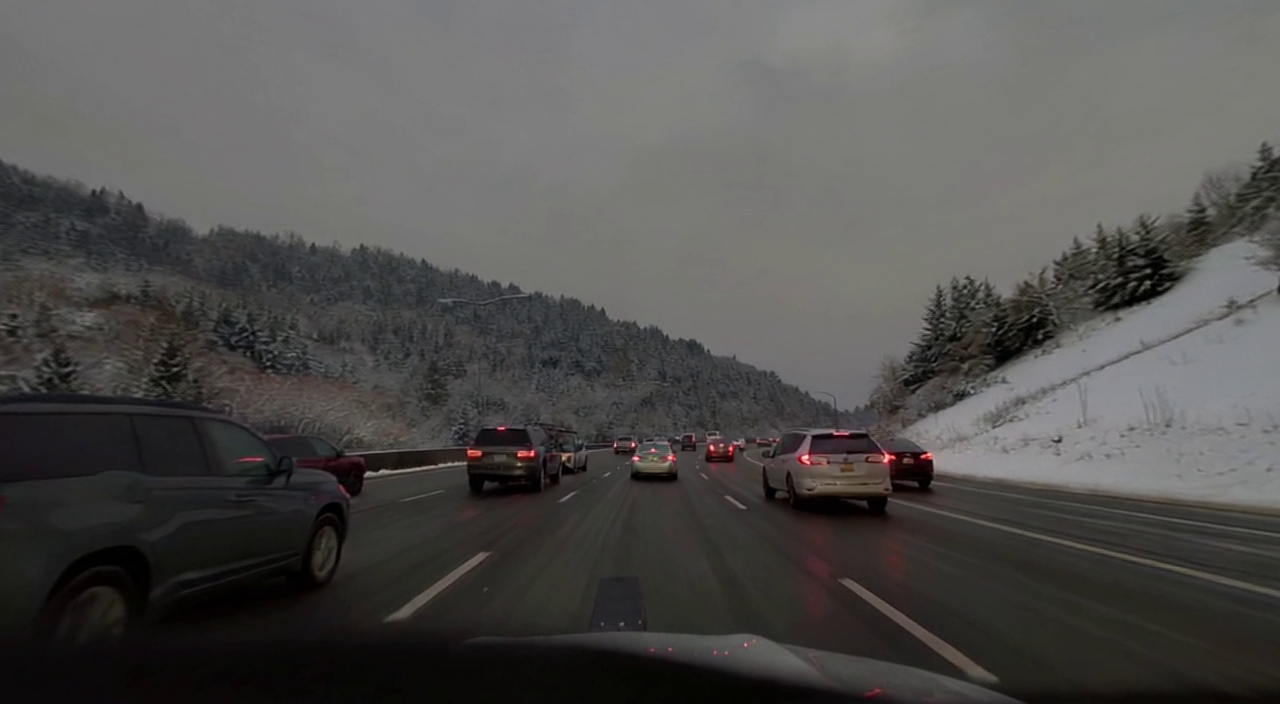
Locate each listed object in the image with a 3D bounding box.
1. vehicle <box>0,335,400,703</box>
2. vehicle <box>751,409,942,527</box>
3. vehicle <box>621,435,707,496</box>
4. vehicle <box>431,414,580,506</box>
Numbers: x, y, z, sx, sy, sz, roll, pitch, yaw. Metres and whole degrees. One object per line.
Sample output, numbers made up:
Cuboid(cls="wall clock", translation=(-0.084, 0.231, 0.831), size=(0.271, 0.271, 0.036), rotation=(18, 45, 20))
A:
Cuboid(cls="vehicle", translation=(-3.594, 1.041, 4.152), size=(2.179, 1.723, 4.410), rotation=(0, -8, 1))
Cuboid(cls="vehicle", translation=(3.512, 2.079, 11.823), size=(2.046, 1.765, 4.534), rotation=(0, -8, 0))
Cuboid(cls="vehicle", translation=(0.651, 3.105, 17.721), size=(2.105, 1.471, 4.349), rotation=(0, -8, 2))
Cuboid(cls="vehicle", translation=(-3.081, 2.641, 15.946), size=(2.301, 1.902, 5.374), rotation=(0, -8, 3))
